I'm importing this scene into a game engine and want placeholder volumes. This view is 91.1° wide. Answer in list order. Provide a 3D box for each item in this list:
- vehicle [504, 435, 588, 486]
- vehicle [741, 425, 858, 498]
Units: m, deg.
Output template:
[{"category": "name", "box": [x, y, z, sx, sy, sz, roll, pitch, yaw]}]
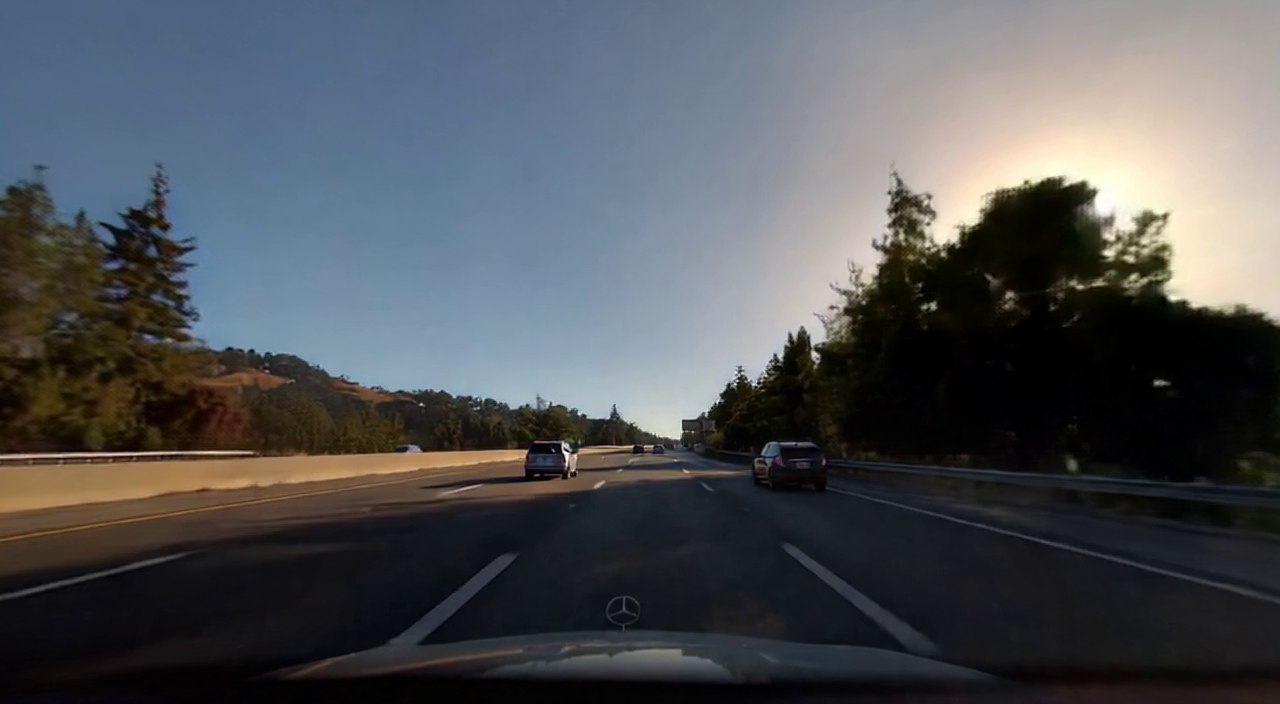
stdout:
[{"category": "vehicle", "box": [-3.177, 3.776, 22.222, 2.166, 1.608, 4.297, 0, -8, 2]}, {"category": "vehicle", "box": [4.324, 3.053, 17.866, 2.149, 1.796, 4.487, 0, -8, 0]}]
